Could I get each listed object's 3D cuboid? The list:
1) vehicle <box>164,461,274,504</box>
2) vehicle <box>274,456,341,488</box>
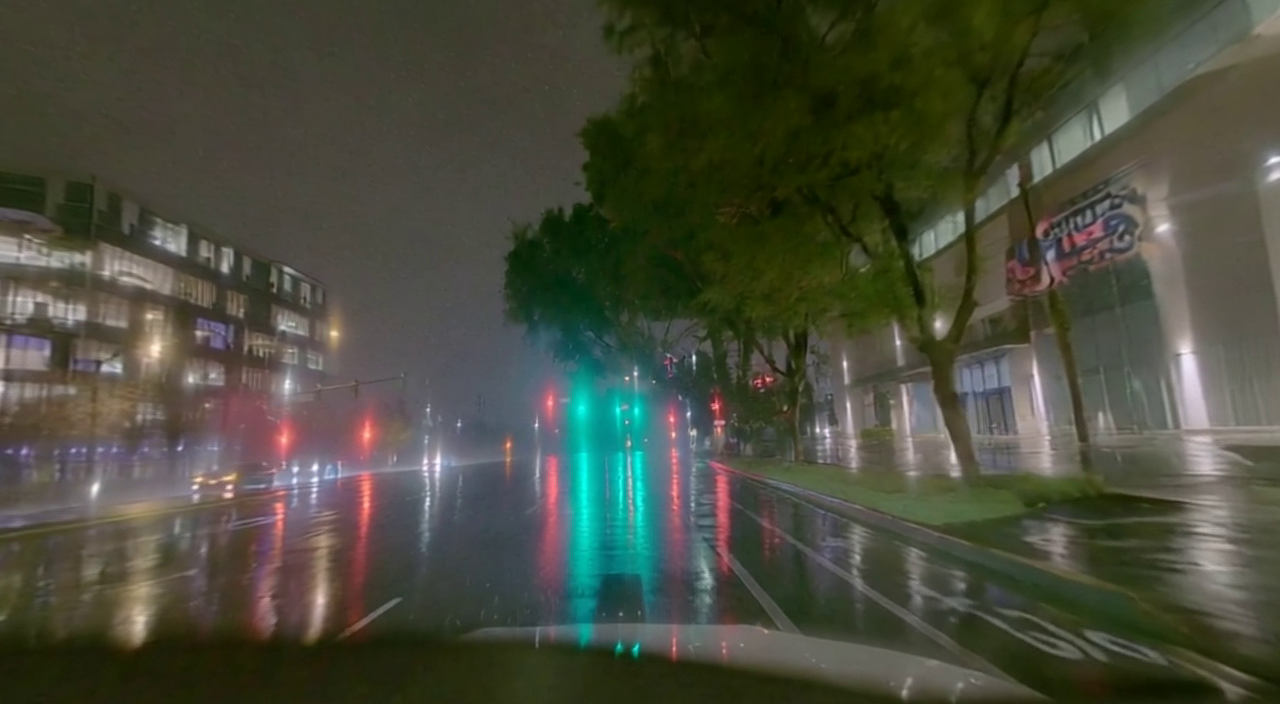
[{"bbox_3d":[-19.652,6.087,29.769,2.223,1.728,4.250,0,-9,-1],"label":"vehicle"},{"bbox_3d":[-23.723,8.535,45.326,2.316,2.060,4.631,0,-9,-1],"label":"vehicle"}]
